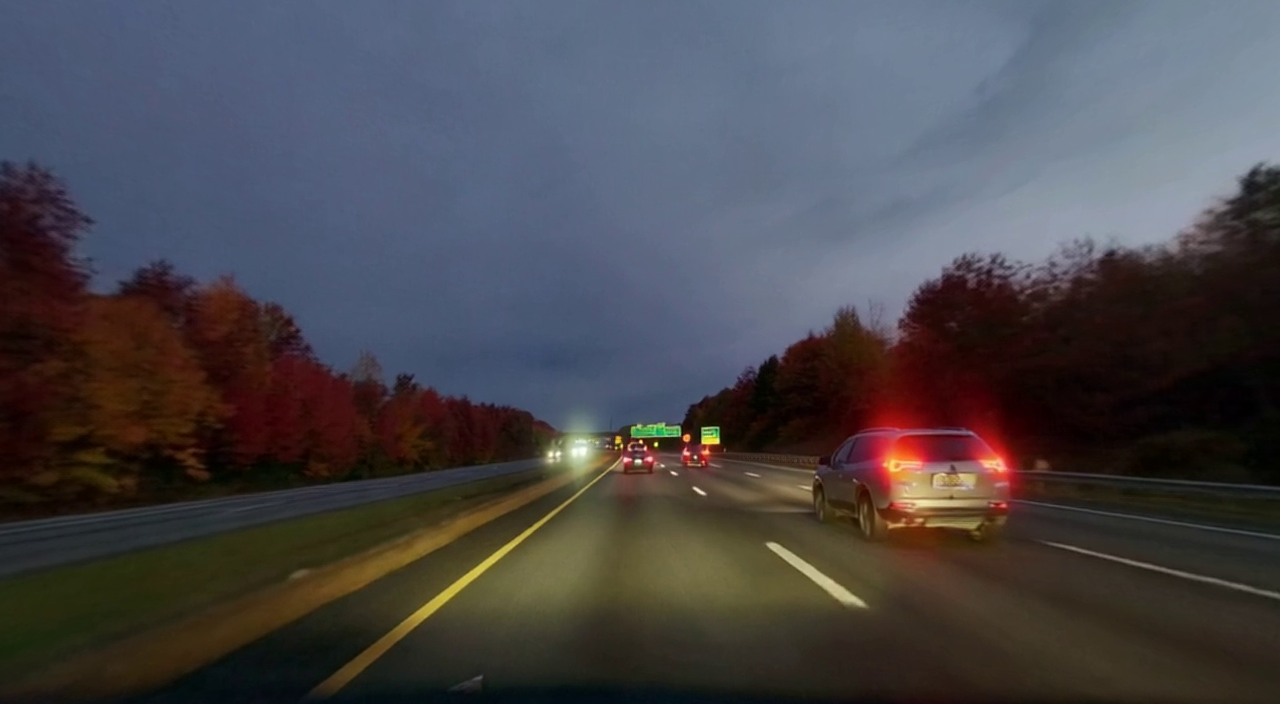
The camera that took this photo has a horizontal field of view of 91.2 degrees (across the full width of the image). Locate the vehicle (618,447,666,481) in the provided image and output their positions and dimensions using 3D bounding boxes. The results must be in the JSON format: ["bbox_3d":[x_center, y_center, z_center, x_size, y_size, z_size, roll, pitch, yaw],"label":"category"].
[{"bbox_3d":[0.049,5.013,28.276,2.037,1.418,3.793,0,-9,-1],"label":"vehicle"}]

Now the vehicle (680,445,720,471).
[{"bbox_3d":[3.635,6.531,38.747,1.959,1.528,4.207,0,-9,-1],"label":"vehicle"}]

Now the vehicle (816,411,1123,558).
[{"bbox_3d":[4.516,1.907,9.647,2.250,1.718,4.358,0,-9,-1],"label":"vehicle"}]
